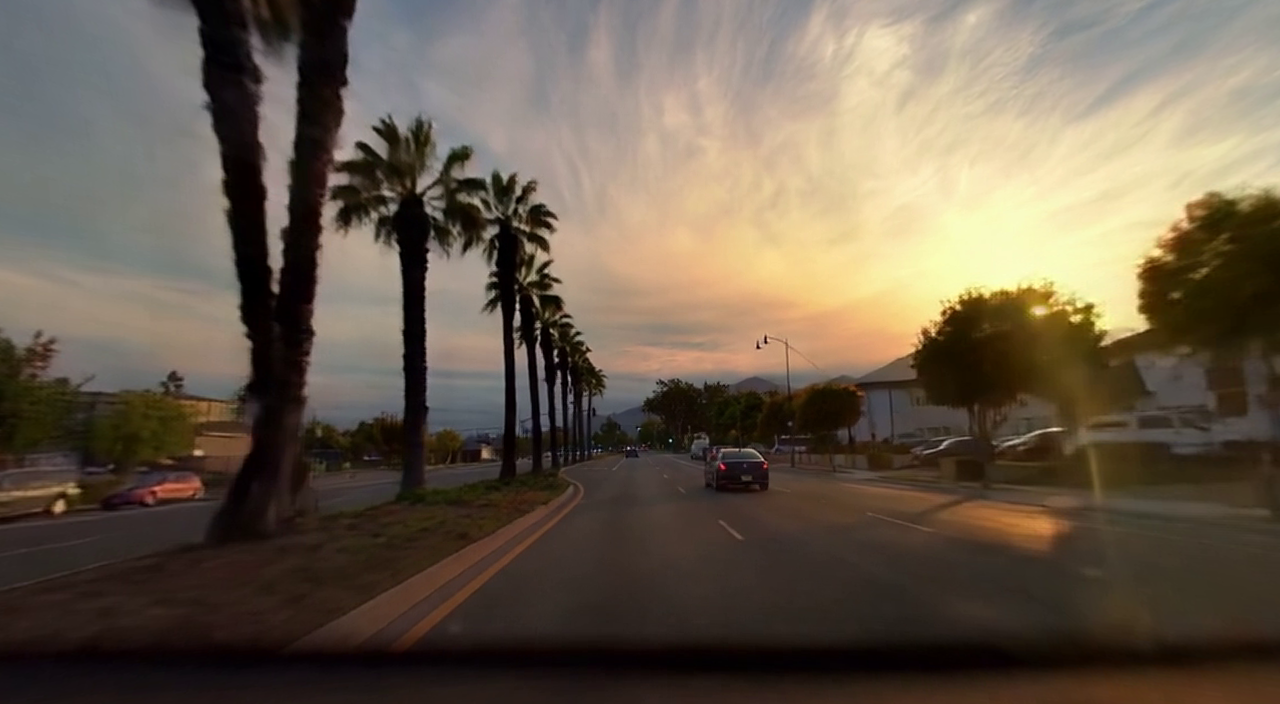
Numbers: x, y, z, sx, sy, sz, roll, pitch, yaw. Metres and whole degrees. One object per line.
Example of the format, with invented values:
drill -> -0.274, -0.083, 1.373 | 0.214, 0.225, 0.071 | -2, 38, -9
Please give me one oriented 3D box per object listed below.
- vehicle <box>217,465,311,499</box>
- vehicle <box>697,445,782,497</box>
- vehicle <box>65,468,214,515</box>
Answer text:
vehicle -> -19.167, 6.600, 32.466 | 1.897, 1.482, 4.707 | 0, -9, 0
vehicle -> 3.088, 3.819, 20.640 | 1.989, 1.492, 4.689 | 0, -9, 0
vehicle -> -19.141, 5.344, 24.547 | 1.836, 1.476, 4.950 | 0, -9, -1
